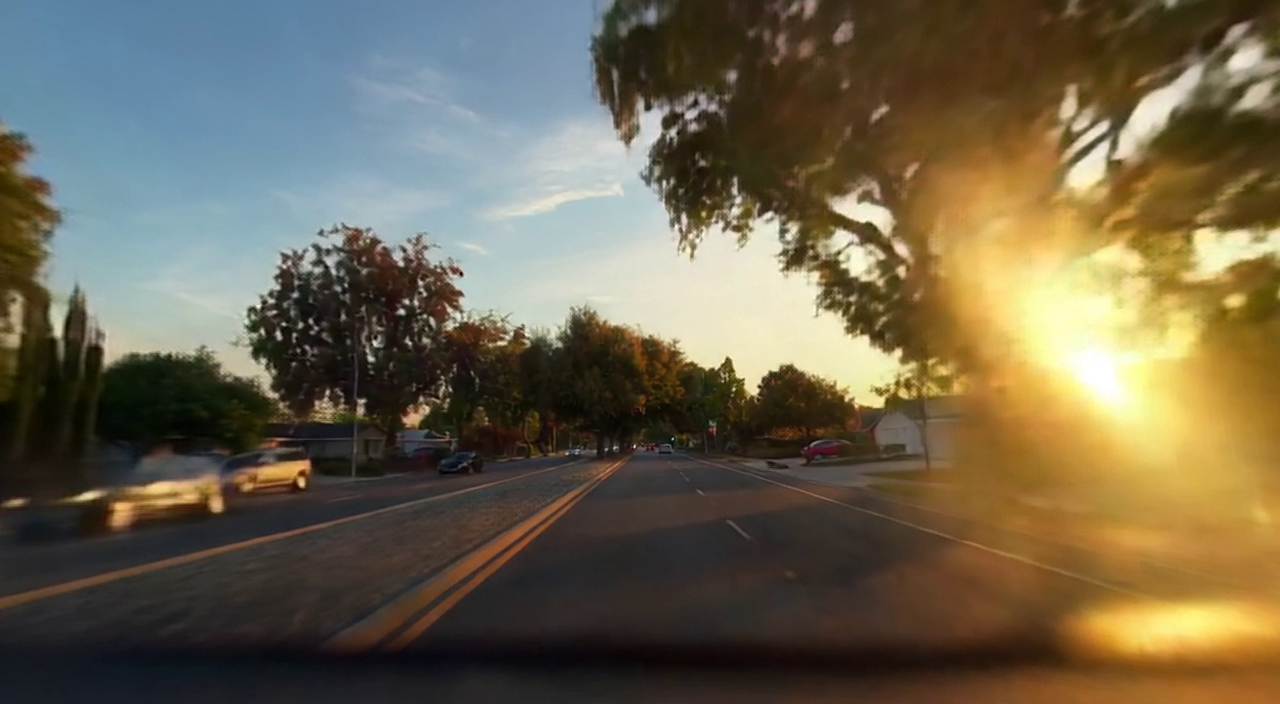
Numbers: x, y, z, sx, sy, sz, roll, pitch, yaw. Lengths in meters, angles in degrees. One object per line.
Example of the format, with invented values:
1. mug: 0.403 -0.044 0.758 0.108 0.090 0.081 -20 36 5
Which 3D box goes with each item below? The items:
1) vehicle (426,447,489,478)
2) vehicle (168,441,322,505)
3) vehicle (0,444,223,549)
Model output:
1. vehicle: -9.646 5.845 33.649 1.937 1.481 4.467 0 -9 1
2. vehicle: -14.324 4.351 23.400 2.071 1.899 5.640 -4 -8 1
3. vehicle: -10.480 2.606 12.145 1.913 1.641 4.243 0 -9 0
